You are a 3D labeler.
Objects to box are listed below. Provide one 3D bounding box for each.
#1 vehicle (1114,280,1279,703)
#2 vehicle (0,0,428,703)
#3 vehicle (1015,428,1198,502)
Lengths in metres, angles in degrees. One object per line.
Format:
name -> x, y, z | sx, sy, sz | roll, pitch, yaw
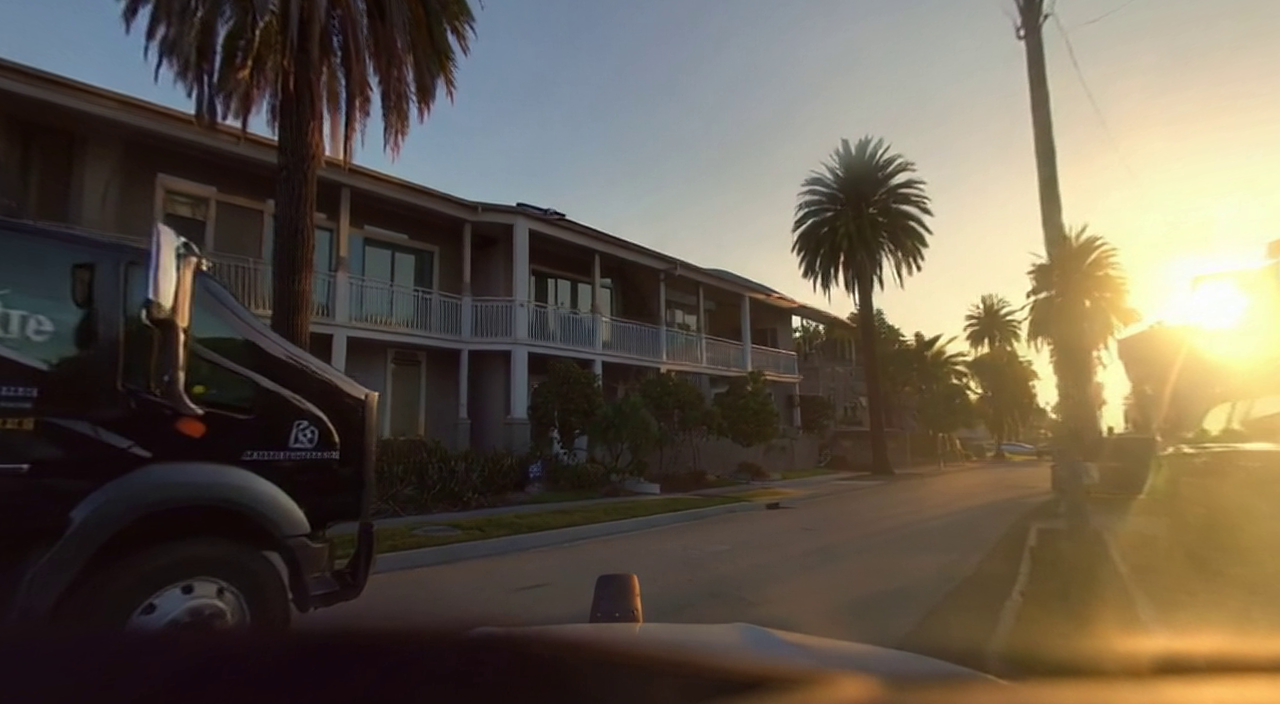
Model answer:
vehicle -> 4.811, 0.860, 3.657 | 2.418, 2.078, 5.866 | -5, -10, 29
vehicle -> -5.549, -0.507, 0.210 | 2.998, 3.659, 10.517 | -6, -10, 34
vehicle -> 19.290, 4.584, 26.419 | 5.872, 2.468, 2.864 | -2, -8, 38
